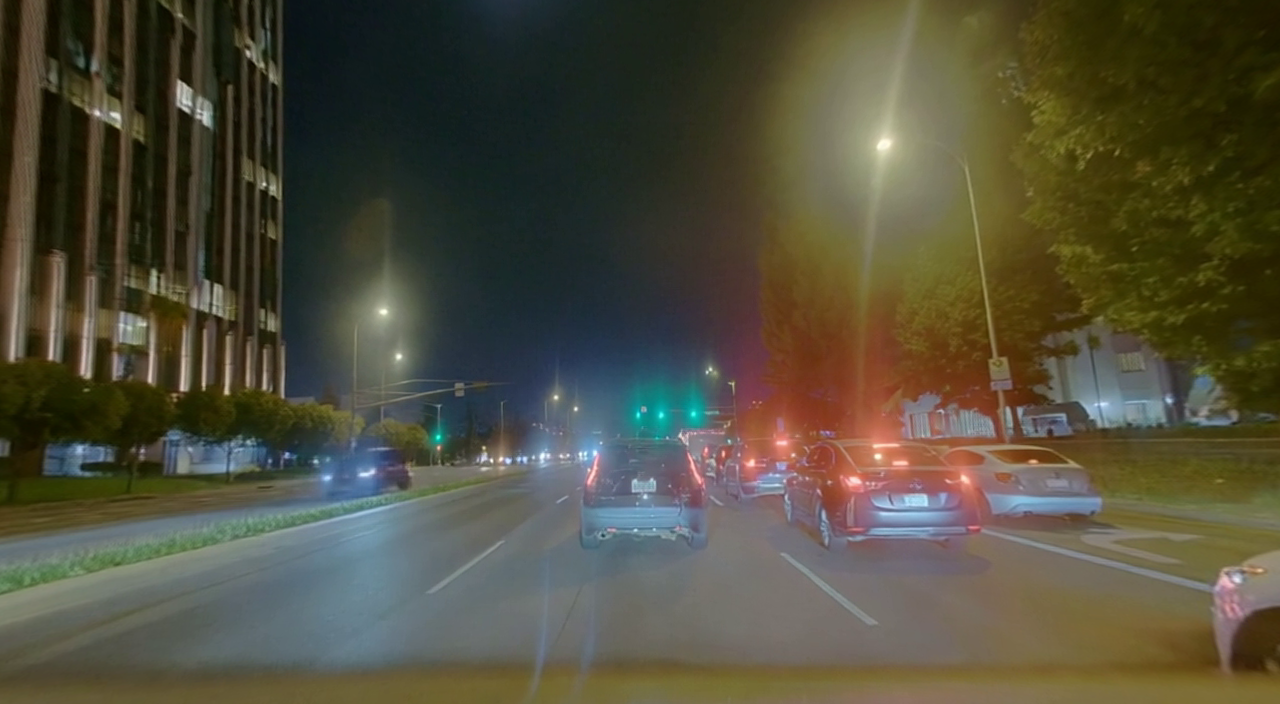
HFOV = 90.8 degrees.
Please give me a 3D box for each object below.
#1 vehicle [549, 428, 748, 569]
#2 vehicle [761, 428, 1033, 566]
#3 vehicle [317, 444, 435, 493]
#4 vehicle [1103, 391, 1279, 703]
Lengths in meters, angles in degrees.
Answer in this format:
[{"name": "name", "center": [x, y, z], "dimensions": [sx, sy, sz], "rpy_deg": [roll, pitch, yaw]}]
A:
[{"name": "vehicle", "center": [0.050, 1.865, 8.846], "dimensions": [2.105, 1.474, 4.127], "rpy_deg": [0, -8, -1]}, {"name": "vehicle", "center": [3.243, 1.913, 9.200], "dimensions": [1.995, 1.483, 4.533], "rpy_deg": [0, -8, -1]}, {"name": "vehicle", "center": [-9.157, 4.070, 22.500], "dimensions": [2.000, 1.519, 4.964], "rpy_deg": [0, -8, 1]}, {"name": "vehicle", "center": [3.211, 0.652, 0.616], "dimensions": [1.982, 1.491, 4.664], "rpy_deg": [0, -8, 0]}]
